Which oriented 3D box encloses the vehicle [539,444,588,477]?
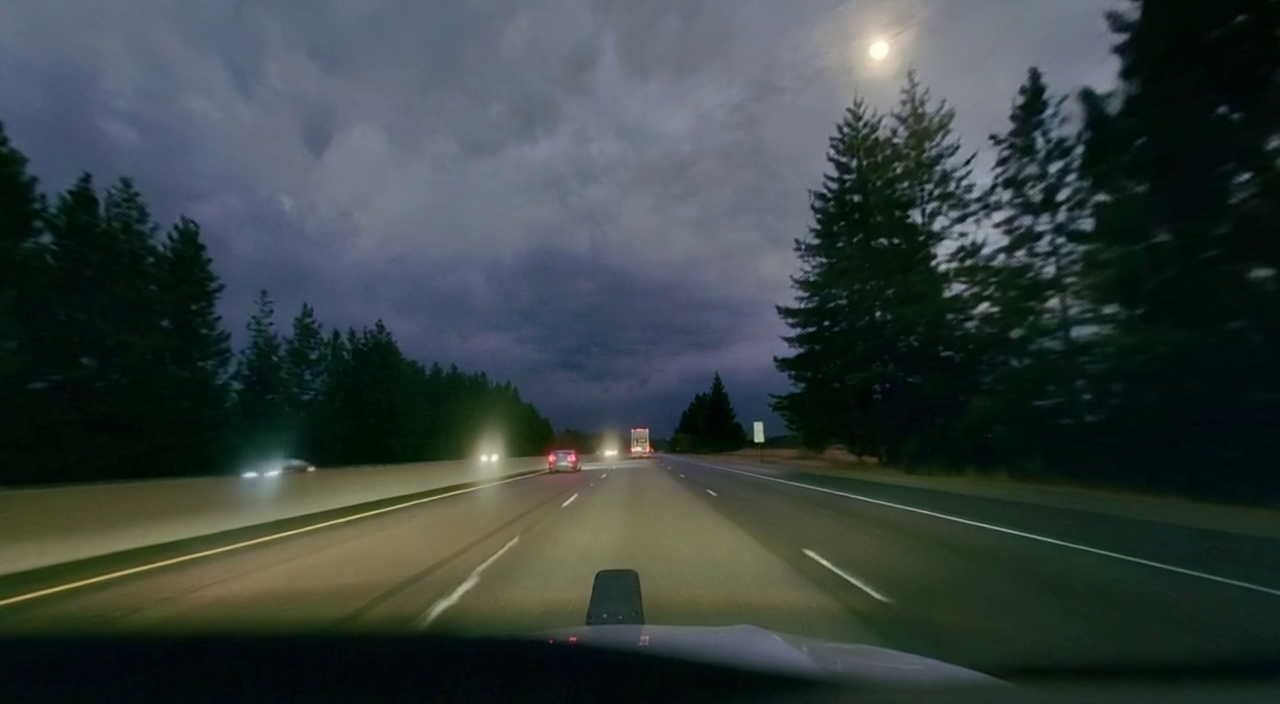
[{"bbox_3d":[-3.824,5.508,32.177,2.018,1.548,3.849,0,-9,0],"label":"vehicle"}]

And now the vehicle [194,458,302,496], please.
[{"bbox_3d":[-16.895,5.383,27.504,1.813,1.419,4.392,-1,-9,1],"label":"vehicle"}]
